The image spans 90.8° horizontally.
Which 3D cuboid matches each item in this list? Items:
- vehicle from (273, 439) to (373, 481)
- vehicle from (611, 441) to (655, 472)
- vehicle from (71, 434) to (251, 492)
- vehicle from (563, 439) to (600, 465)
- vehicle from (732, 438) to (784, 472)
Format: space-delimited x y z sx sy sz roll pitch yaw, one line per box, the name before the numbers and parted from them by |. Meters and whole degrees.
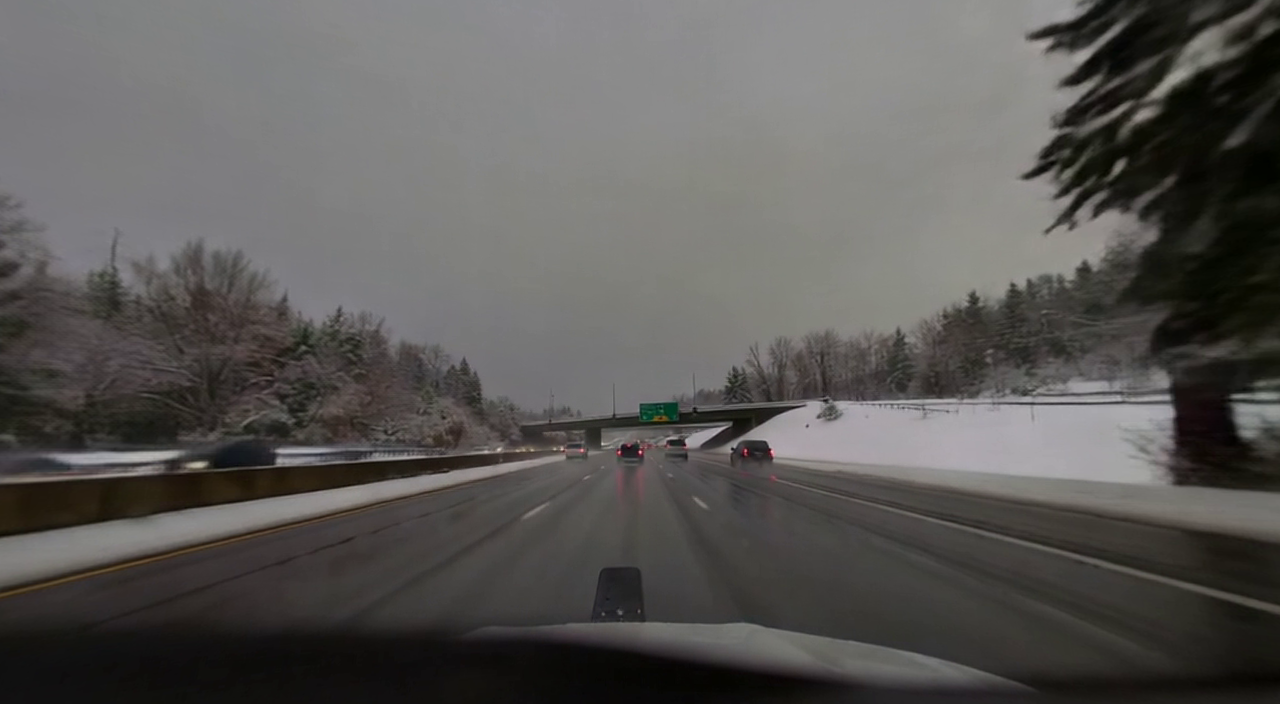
vehicle | -13.737 4.686 27.707 2.033 1.659 4.459 0 -9 0
vehicle | -0.345 5.329 32.398 2.075 1.486 4.007 0 -9 0
vehicle | -17.910 4.180 24.194 2.239 1.920 5.939 0 -9 0
vehicle | -4.079 7.065 44.823 2.113 1.756 4.471 0 -9 1
vehicle | 6.061 5.337 32.916 1.936 1.625 3.991 0 -9 -1
